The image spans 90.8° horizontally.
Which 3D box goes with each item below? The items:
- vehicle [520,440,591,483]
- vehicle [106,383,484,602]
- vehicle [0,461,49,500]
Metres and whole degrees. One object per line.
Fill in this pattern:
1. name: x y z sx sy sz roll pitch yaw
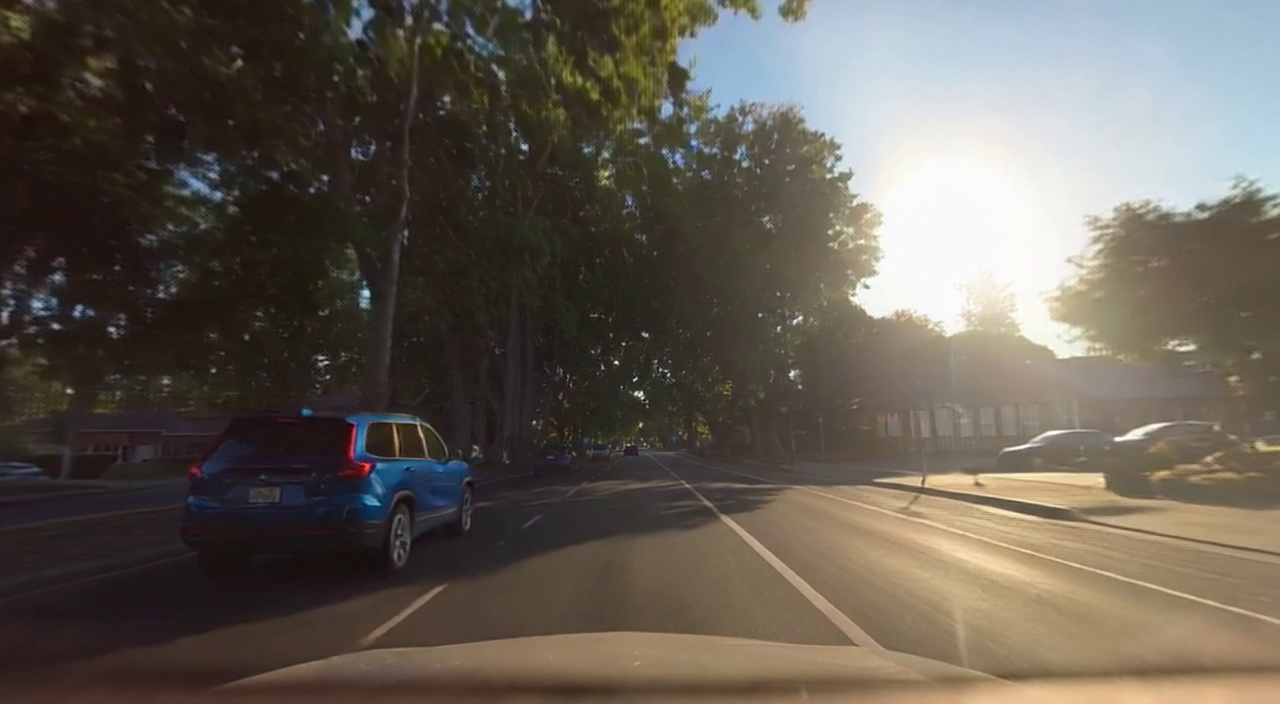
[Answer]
1. vehicle: -3.130 4.178 24.426 2.069 1.470 4.601 0 -8 0
2. vehicle: -3.428 1.497 7.539 2.042 1.817 4.364 0 -8 0
3. vehicle: -32.038 6.487 32.093 4.602 1.721 2.167 -7 -11 39
